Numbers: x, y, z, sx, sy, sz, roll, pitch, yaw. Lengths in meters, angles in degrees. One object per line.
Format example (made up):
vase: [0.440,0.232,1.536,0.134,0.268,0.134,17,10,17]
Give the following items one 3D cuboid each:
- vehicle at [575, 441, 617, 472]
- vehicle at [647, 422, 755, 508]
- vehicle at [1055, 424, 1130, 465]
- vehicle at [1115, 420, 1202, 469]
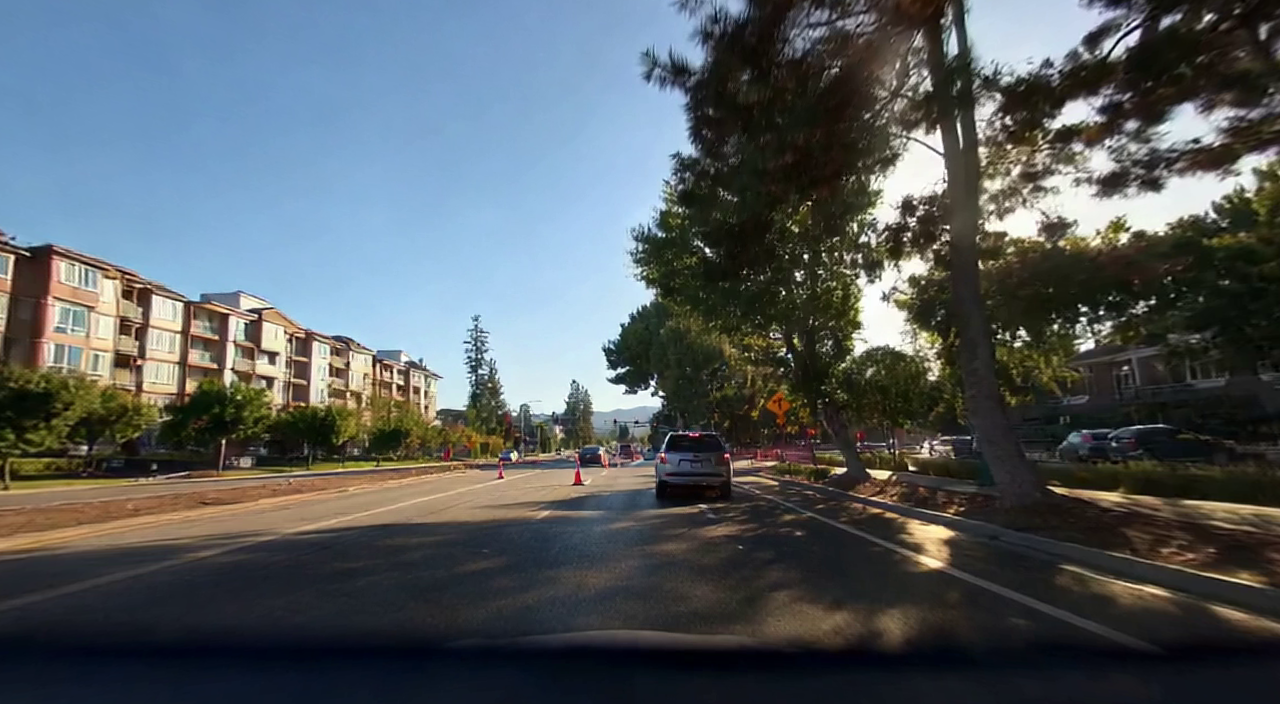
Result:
vehicle: [-2.499,6.036,36.751,2.121,1.654,3.993,0,-8,1]
vehicle: [1.340,2.770,15.921,2.197,1.835,4.316,0,-8,-1]
vehicle: [20.475,4.165,28.484,1.960,1.678,4.435,-8,-12,44]
vehicle: [20.066,3.563,24.372,4.367,1.684,1.937,8,-11,-44]
